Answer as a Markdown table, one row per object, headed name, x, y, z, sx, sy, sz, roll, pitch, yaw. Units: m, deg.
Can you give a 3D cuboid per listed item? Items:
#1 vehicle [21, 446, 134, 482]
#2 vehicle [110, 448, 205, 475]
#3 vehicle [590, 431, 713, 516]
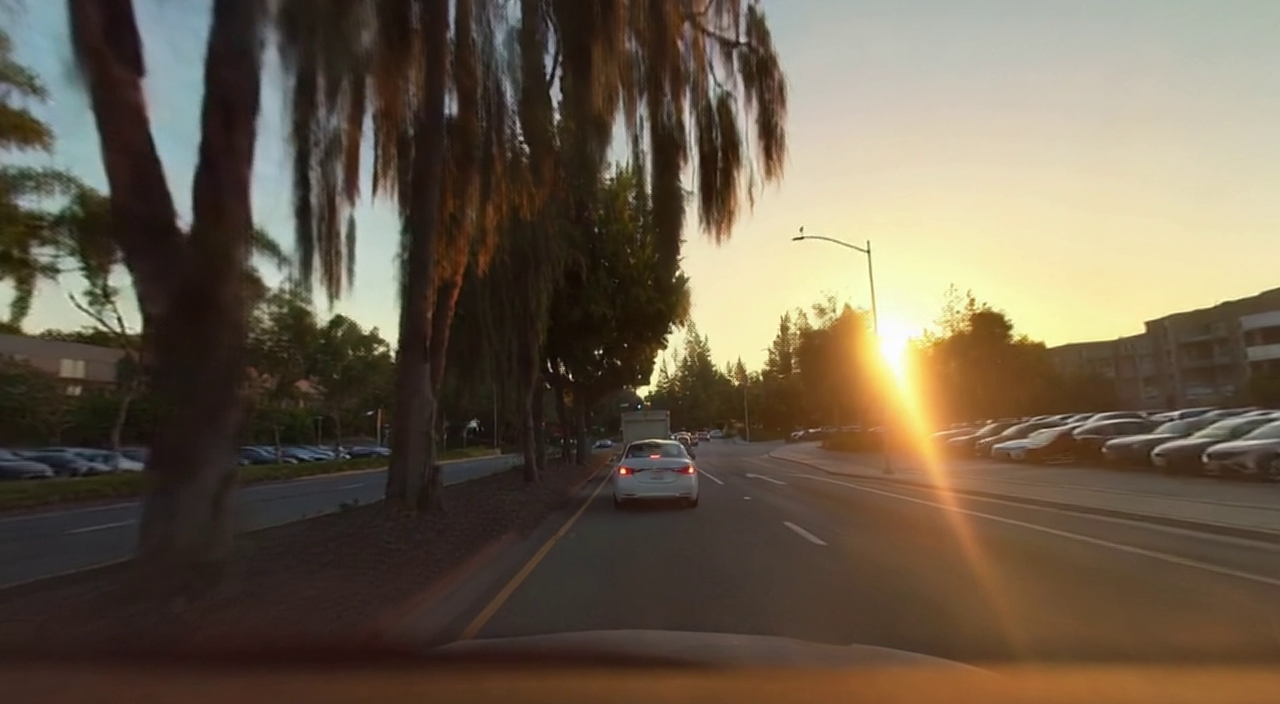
| name | x | y | z | sx | sy | sz | roll | pitch | yaw |
| --- | --- | --- | --- | --- | --- | --- | --- | --- | --- |
| vehicle | -30.247 | 6.021 | 34.014 | 4.266 | 1.600 | 1.877 | -3 | -8 | -2 |
| vehicle | -30.004 | 6.802 | 39.274 | 4.342 | 1.621 | 1.967 | -1 | -8 | 5 |
| vehicle | 0.160 | 2.381 | 12.857 | 2.093 | 1.442 | 3.977 | 0 | -8 | -1 |
